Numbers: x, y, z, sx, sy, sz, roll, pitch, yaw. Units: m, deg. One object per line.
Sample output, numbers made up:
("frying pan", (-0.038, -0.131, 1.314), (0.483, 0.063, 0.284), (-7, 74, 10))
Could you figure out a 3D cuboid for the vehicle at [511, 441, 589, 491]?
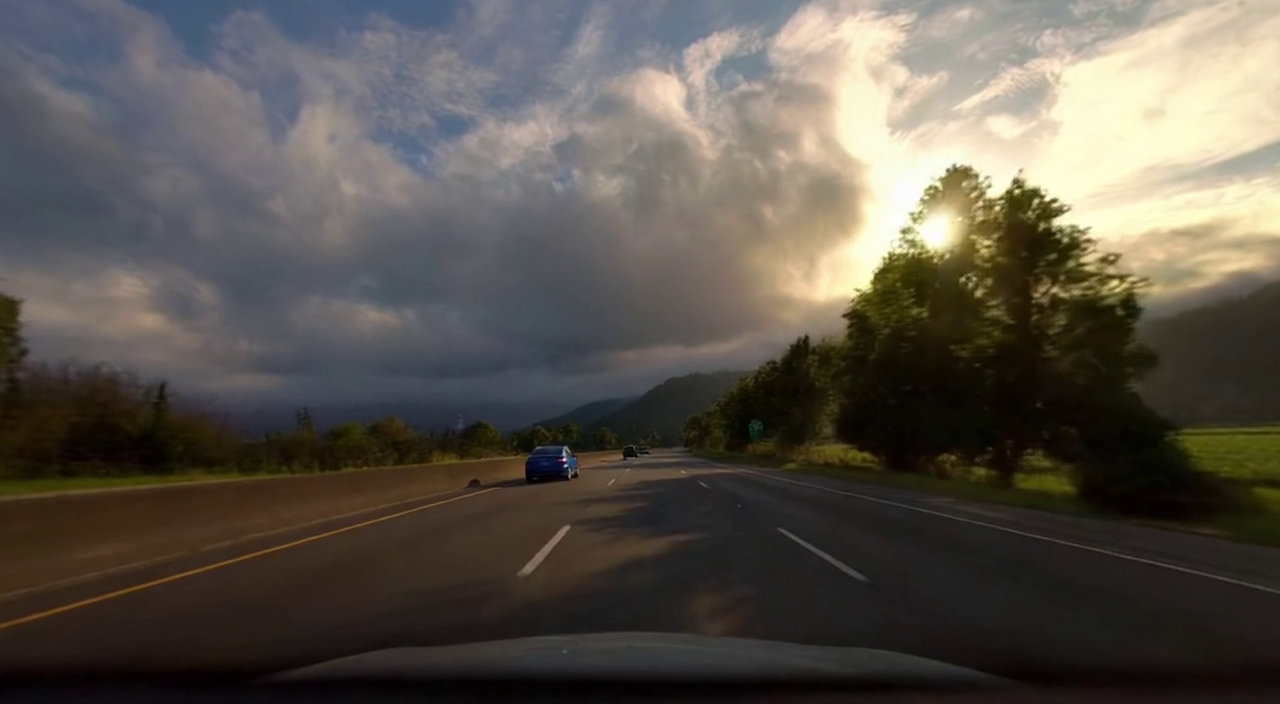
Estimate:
("vehicle", (-2.951, 3.846, 21.583), (1.945, 1.537, 4.294), (0, -9, 1))
